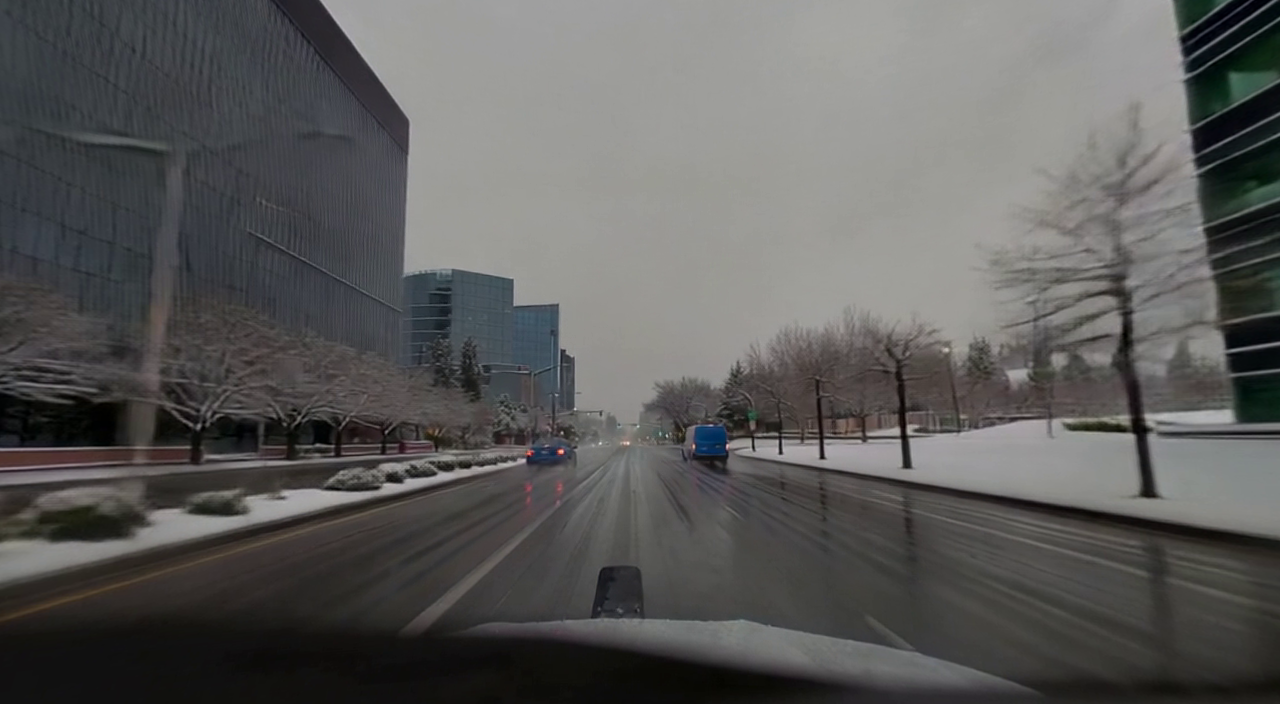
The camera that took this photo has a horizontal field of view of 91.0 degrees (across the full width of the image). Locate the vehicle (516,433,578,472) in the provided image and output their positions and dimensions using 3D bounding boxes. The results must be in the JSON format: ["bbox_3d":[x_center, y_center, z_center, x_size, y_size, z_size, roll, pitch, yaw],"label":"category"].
[{"bbox_3d":[-3.754,4.131,26.058,1.864,1.464,4.195,0,-8,1],"label":"vehicle"}]

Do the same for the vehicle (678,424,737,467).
[{"bbox_3d":[3.130,4.501,30.485,2.200,1.914,5.145,0,-8,-1],"label":"vehicle"}]
